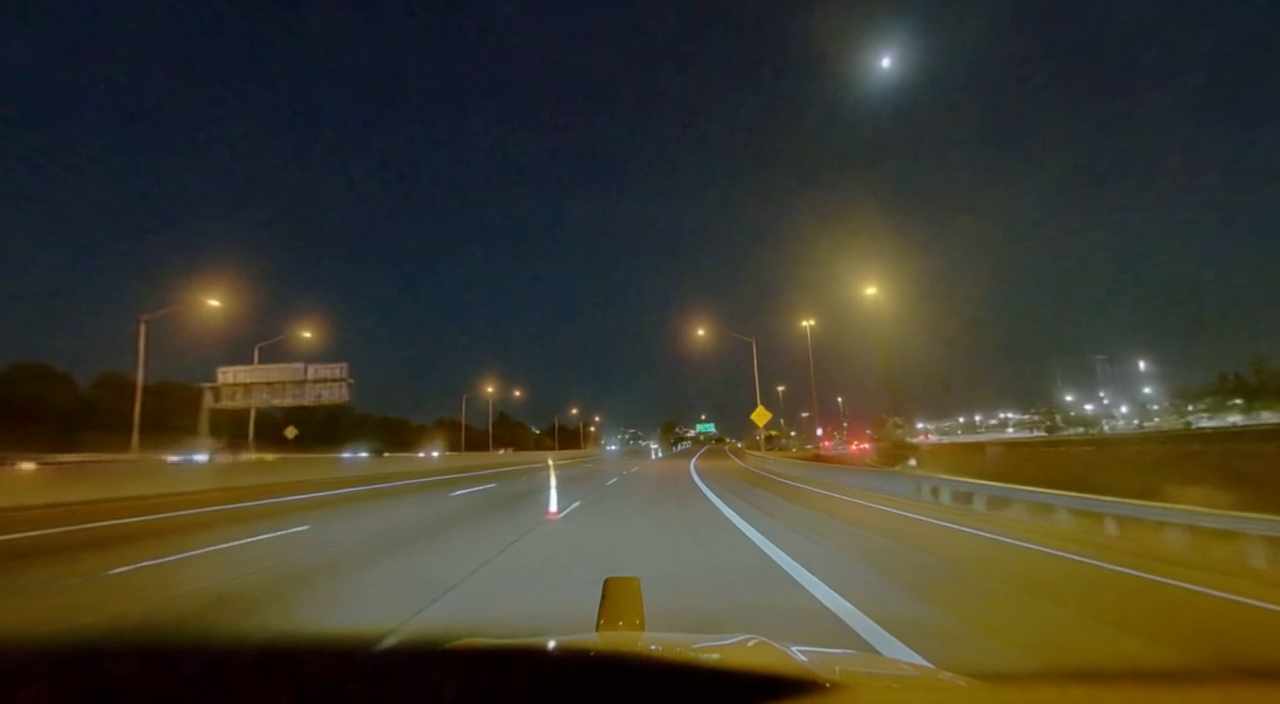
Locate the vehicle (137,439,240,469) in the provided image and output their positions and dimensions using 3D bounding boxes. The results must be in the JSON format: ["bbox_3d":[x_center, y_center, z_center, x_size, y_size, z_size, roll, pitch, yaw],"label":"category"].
[{"bbox_3d":[-25.876,5.892,36.371,2.103,1.585,4.950,0,-9,3],"label":"vehicle"}]
